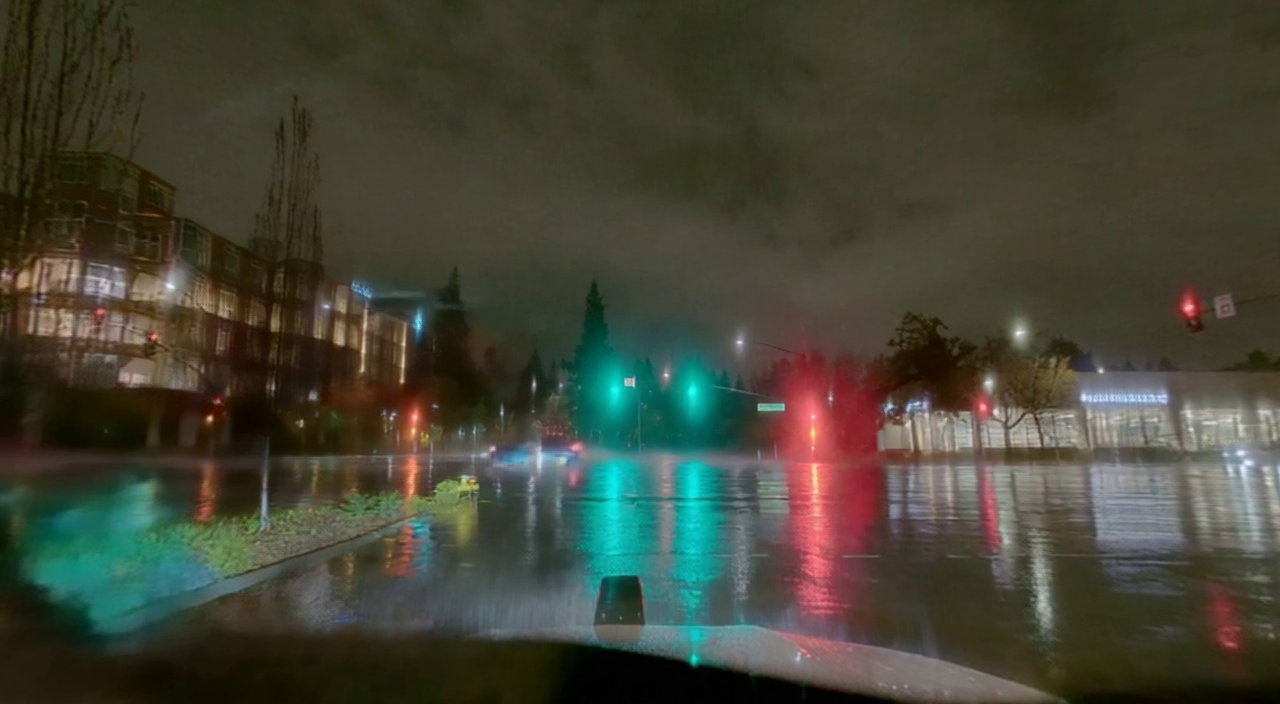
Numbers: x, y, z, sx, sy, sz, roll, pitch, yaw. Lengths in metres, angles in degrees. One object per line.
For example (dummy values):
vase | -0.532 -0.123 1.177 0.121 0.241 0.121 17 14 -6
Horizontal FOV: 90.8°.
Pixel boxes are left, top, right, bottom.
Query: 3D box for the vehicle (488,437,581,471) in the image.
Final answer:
vehicle | -5.478 5.387 33.361 4.639 1.699 2.030 0 -9 -4
